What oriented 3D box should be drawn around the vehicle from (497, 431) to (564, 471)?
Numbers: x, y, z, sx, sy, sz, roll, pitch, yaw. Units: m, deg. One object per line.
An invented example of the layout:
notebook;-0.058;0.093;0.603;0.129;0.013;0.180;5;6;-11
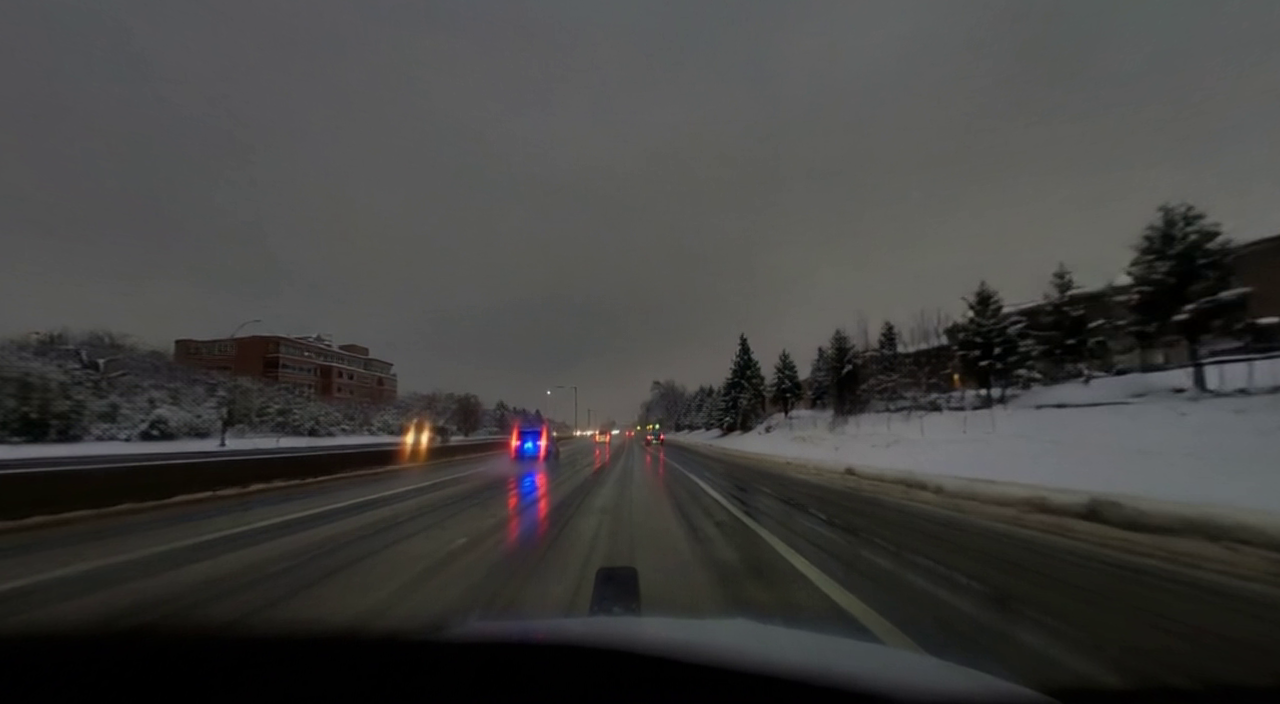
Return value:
vehicle;-4.416;4.063;26.049;1.996;1.490;4.571;0;-8;0
